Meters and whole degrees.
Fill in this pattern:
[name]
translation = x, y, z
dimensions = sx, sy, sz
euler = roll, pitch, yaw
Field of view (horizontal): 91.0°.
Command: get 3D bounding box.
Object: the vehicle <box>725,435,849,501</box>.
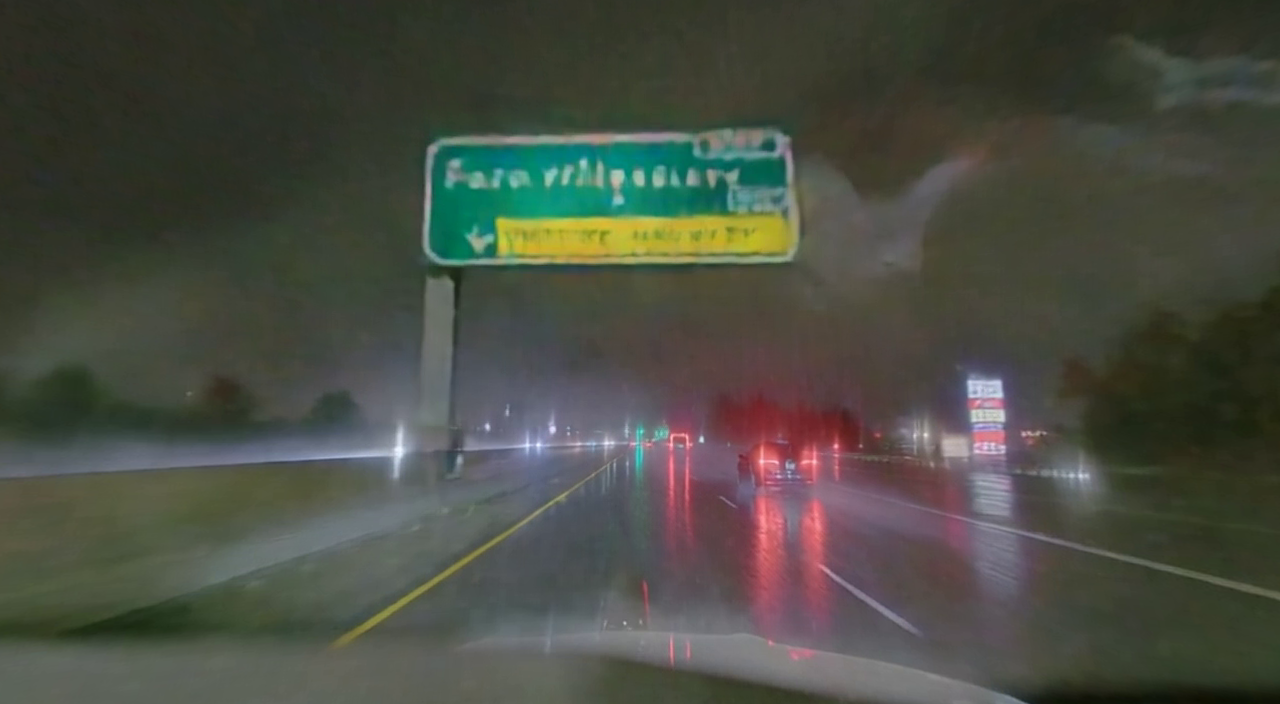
[vehicle]
translation = 3.621, 2.941, 16.480
dimensions = 2.091, 1.482, 4.522
euler = 0, -8, -1
